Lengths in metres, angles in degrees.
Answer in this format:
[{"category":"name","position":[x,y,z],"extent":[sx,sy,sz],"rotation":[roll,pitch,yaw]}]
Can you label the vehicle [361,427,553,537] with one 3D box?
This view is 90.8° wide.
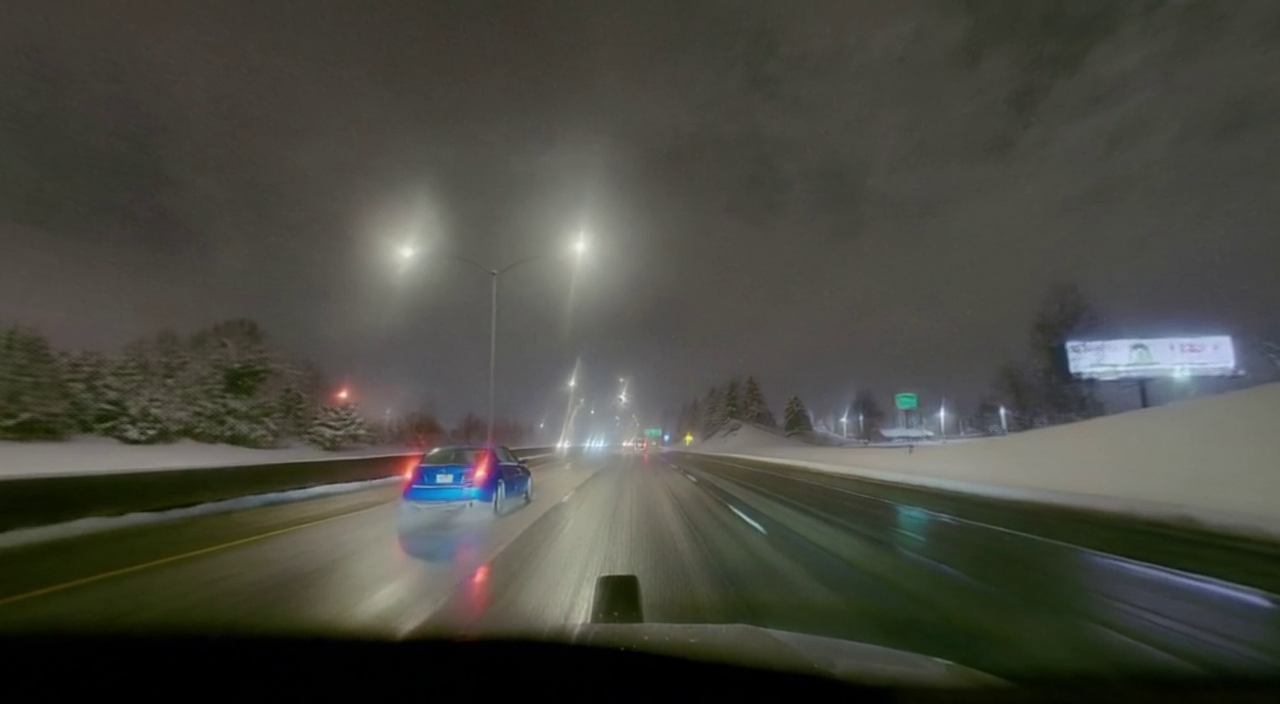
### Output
[{"category":"vehicle","position":[-2.939,2.204,11.382],"extent":[2.029,1.557,4.570],"rotation":[0,-8,1]}]
